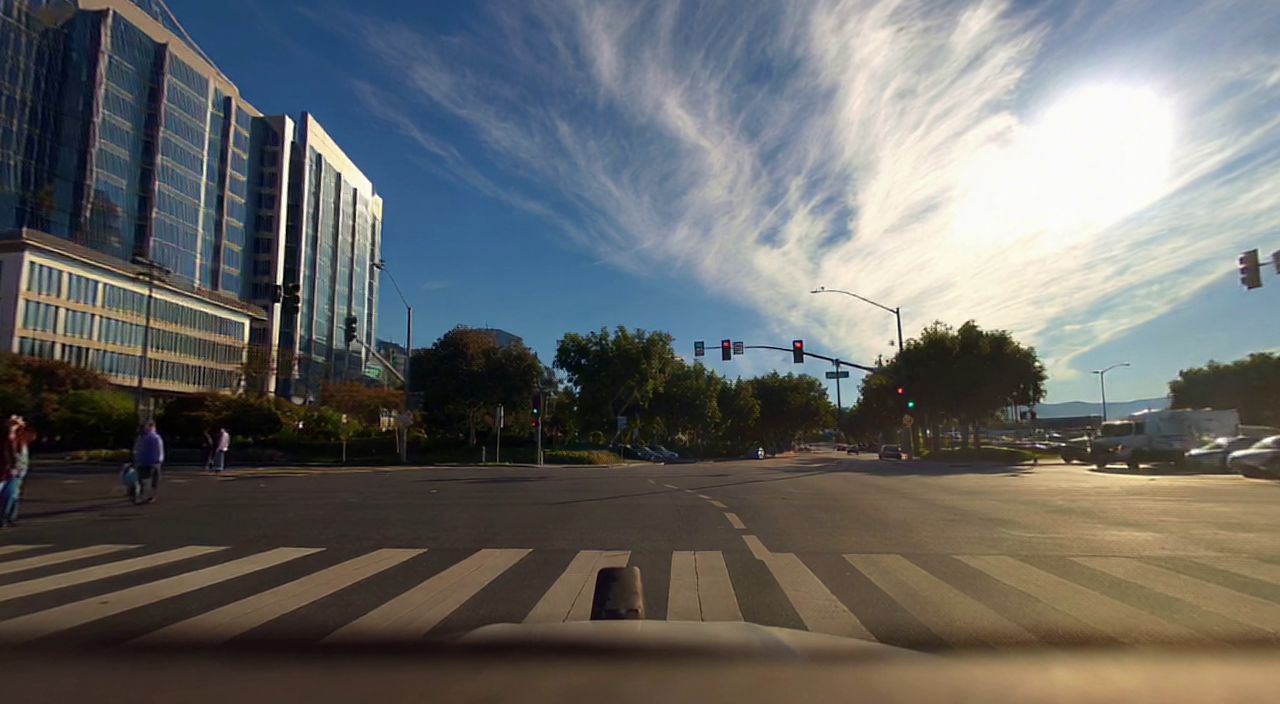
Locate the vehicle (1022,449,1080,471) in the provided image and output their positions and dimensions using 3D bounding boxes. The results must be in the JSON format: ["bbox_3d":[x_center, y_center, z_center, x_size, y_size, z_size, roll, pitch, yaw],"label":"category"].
[{"bbox_3d":[27.698,7.267,42.692,1.589,1.405,3.633,-1,-9,4],"label":"vehicle"}]

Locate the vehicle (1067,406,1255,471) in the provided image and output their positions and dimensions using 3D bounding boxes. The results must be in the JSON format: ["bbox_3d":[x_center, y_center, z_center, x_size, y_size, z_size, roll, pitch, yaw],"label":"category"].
[{"bbox_3d":[22.942,3.862,28.097,5.855,2.746,2.523,-1,-9,3],"label":"vehicle"}]

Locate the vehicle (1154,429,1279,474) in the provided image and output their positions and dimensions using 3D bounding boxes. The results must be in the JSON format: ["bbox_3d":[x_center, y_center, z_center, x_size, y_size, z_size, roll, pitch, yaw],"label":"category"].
[{"bbox_3d":[20.956,3.407,21.733,4.740,1.464,1.876,-1,-9,3],"label":"vehicle"}]

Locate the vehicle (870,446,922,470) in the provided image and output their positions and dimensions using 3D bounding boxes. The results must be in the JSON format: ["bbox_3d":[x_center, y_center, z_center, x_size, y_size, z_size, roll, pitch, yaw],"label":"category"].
[{"bbox_3d":[17.518,7.245,43.497,1.789,1.557,4.293,0,-9,0],"label":"vehicle"}]
